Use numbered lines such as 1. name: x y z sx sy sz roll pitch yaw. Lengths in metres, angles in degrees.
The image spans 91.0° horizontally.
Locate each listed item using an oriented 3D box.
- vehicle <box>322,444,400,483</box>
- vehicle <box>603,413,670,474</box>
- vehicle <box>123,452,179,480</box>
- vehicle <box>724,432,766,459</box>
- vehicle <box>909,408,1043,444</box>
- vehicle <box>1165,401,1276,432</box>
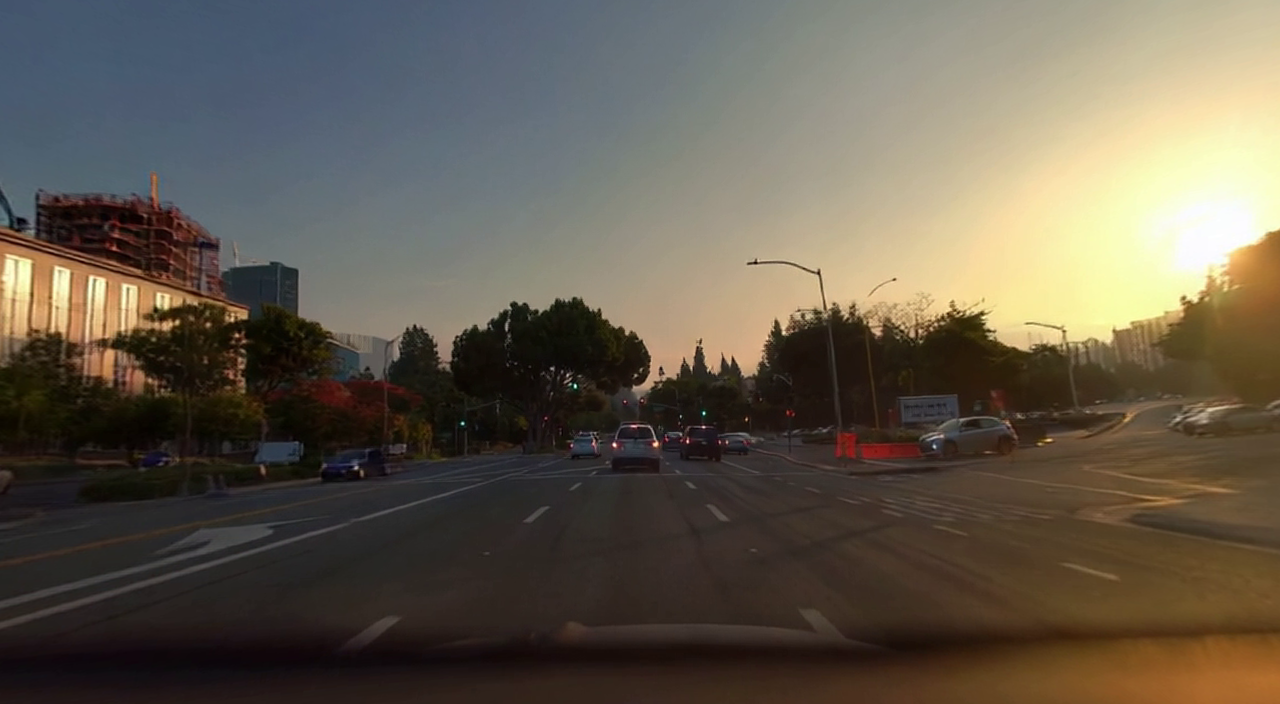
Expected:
1. vehicle: -12.839 5.112 29.213 1.887 1.536 4.088 -4 -8 -2
2. vehicle: -0.183 3.649 24.983 2.350 2.122 5.801 0 -8 -1
3. vehicle: -33.236 7.678 42.743 4.692 1.720 1.941 -7 -11 40
4. vehicle: 6.327 5.592 37.616 2.145 1.503 4.267 -2 -9 13
5. vehicle: 14.957 3.371 28.139 4.986 1.467 2.025 -6 -10 34
6. vehicle: 31.008 3.506 33.829 1.810 1.448 4.550 -1 -8 4
